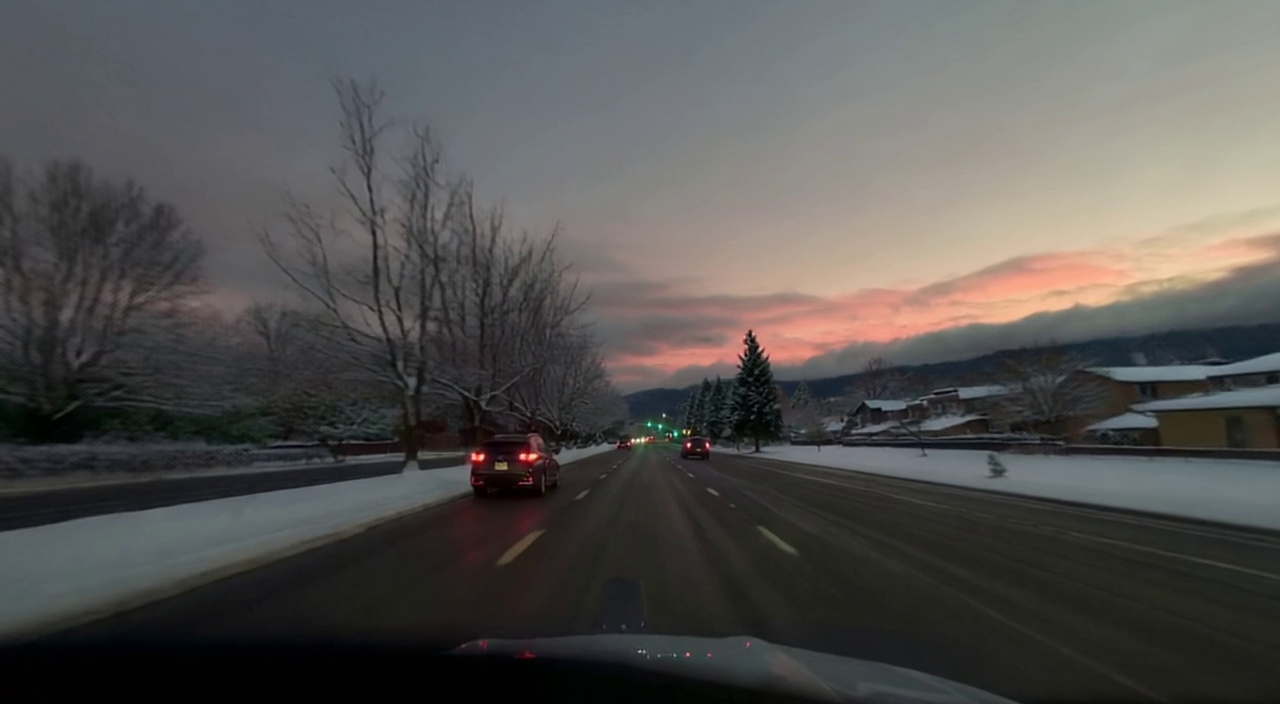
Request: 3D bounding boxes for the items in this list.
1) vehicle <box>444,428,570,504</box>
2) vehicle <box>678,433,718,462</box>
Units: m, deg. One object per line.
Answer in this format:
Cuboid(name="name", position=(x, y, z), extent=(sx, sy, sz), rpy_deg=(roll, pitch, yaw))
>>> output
Cuboid(name="vehicle", position=(-2.958, 2.647, 15.049), extent=(1.966, 1.524, 4.410), rpy_deg=(0, -8, 1))
Cuboid(name="vehicle", position=(3.776, 6.298, 41.629), extent=(2.114, 1.780, 4.445), rpy_deg=(0, -8, -1))
